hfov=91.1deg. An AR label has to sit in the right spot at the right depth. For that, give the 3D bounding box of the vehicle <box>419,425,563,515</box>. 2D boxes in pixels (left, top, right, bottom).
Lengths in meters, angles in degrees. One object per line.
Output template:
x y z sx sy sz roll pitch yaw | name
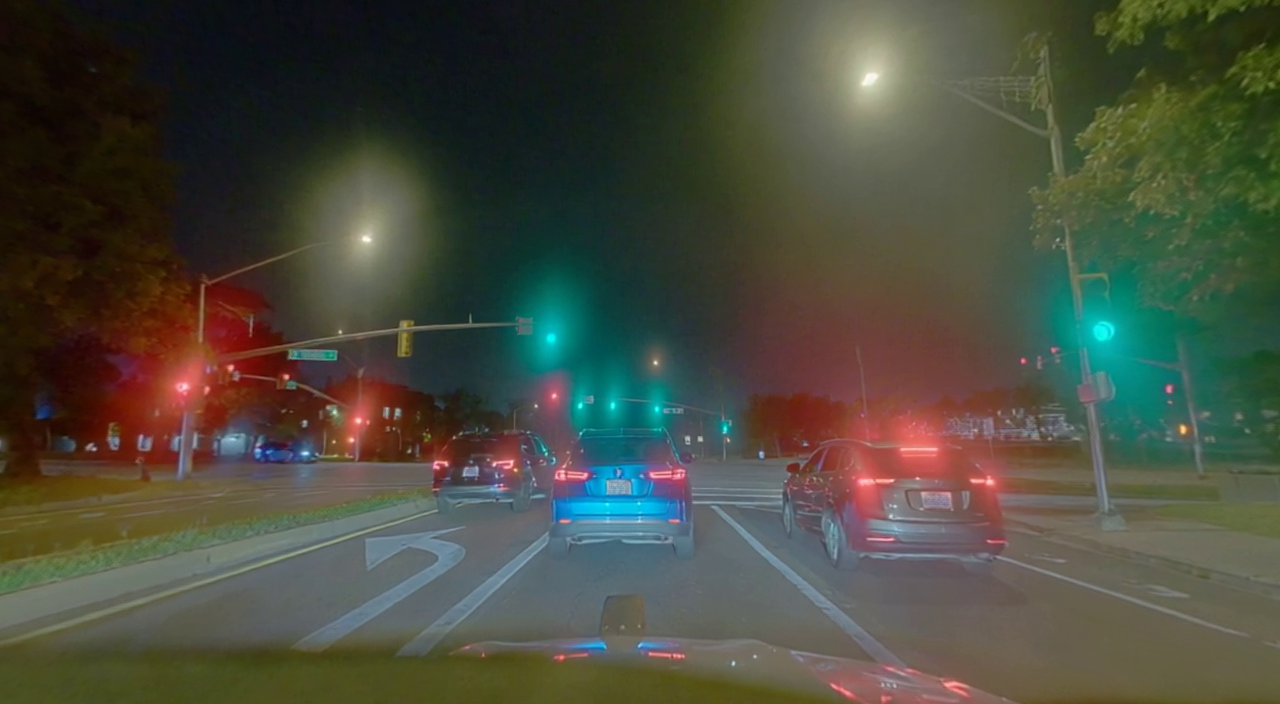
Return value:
-3.013 2.486 13.699 1.987 1.633 4.005 0 -8 3 | vehicle

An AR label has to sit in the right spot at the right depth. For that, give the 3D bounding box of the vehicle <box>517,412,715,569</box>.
-0.239 1.792 8.883 2.108 1.654 4.235 0 -8 0 | vehicle

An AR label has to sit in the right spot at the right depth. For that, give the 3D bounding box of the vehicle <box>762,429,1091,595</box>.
3.020 1.777 7.957 2.056 1.468 4.520 0 -8 0 | vehicle
